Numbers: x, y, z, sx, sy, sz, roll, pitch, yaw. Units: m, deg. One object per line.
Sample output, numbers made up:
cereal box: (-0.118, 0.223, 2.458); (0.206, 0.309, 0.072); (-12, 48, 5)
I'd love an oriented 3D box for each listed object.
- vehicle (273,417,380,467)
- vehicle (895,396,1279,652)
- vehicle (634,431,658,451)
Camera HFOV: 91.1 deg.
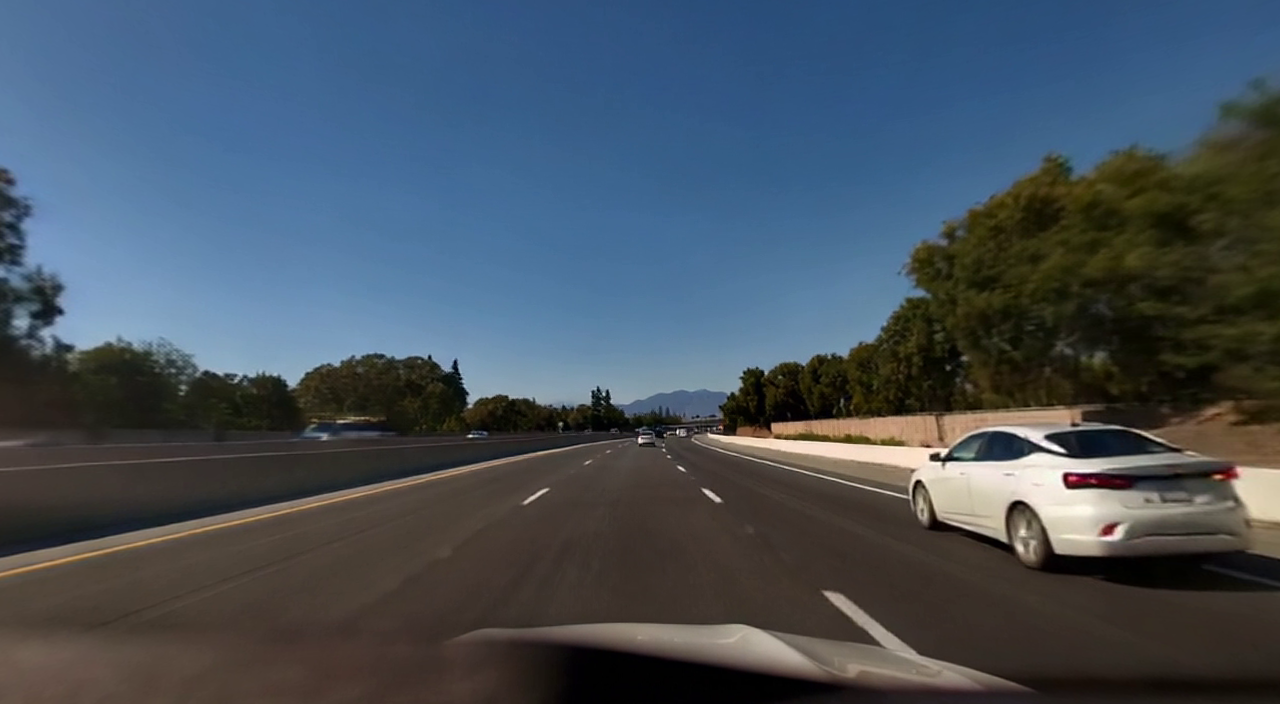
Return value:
vehicle: (-15.685, 4.536, 31.940); (2.370, 2.311, 5.764); (0, -8, 1)
vehicle: (4.045, 1.291, 5.722); (1.834, 1.548, 3.651); (0, -8, -1)
vehicle: (0.430, 6.793, 48.032); (1.771, 1.480, 3.781); (0, -8, 0)
